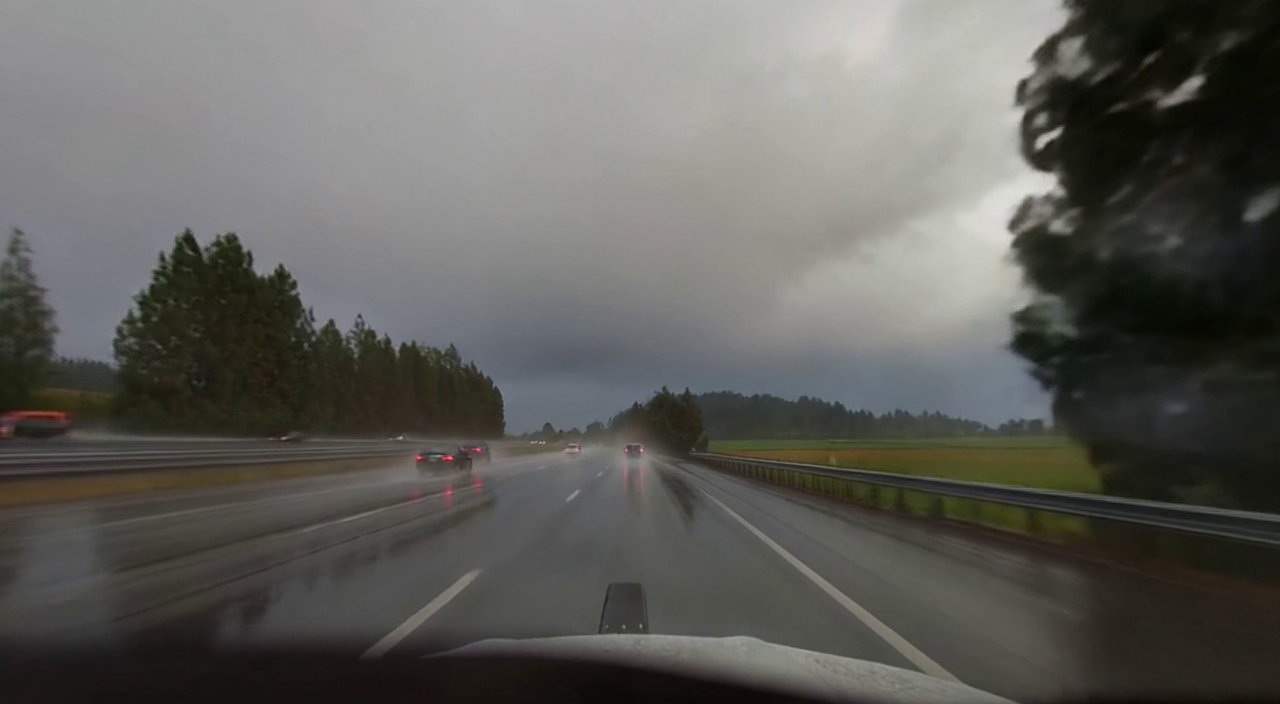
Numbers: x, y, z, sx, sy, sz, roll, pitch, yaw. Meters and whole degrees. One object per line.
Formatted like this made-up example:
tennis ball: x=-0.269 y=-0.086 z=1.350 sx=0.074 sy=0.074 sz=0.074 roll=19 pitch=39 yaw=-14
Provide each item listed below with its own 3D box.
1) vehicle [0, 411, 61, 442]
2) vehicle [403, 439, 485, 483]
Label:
vehicle: x=-42.445 y=4.994 z=41.863 sx=2.290 sy=1.947 sz=5.925 roll=0 pitch=-8 yaw=0
vehicle: x=-7.687 y=4.289 z=25.132 sx=1.972 sy=1.603 sz=3.891 roll=0 pitch=-8 yaw=0
